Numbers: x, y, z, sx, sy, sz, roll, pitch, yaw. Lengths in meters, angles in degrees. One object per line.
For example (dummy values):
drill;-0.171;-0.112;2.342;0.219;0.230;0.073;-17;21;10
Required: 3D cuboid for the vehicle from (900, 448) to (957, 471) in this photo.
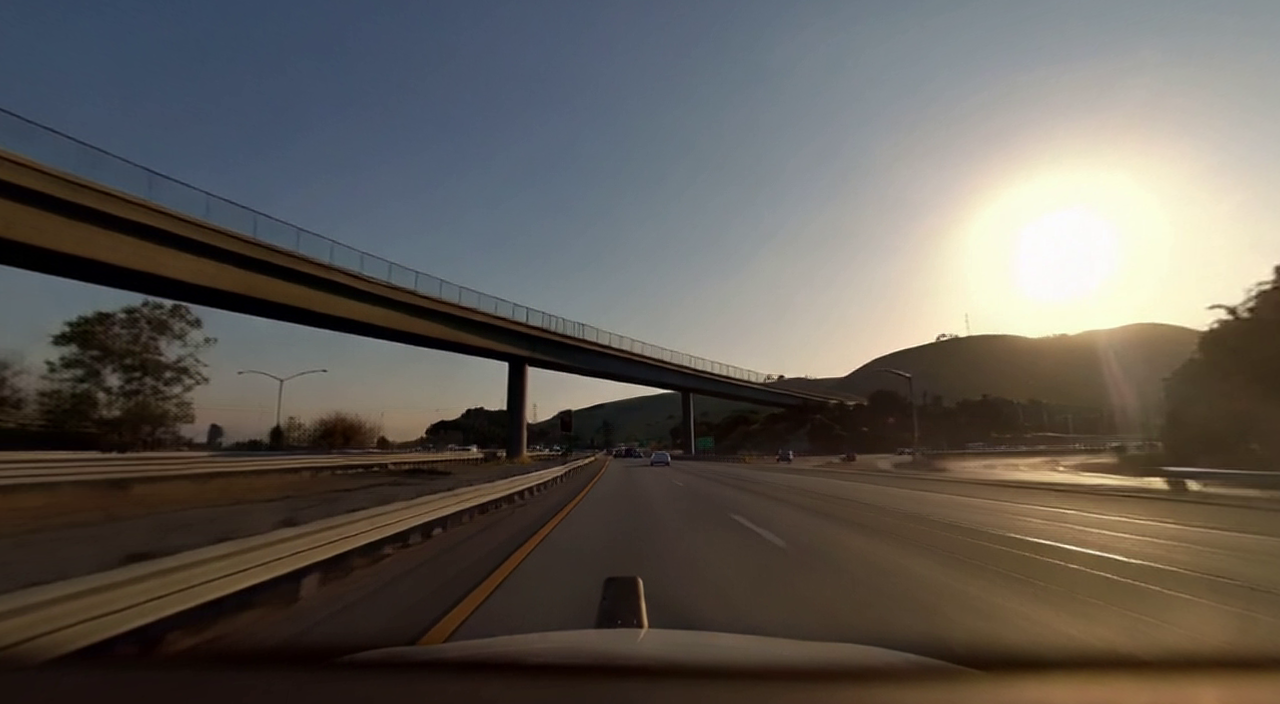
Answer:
vehicle;20.103;7.474;44.196;1.885;1.510;4.372;0;-9;-1
